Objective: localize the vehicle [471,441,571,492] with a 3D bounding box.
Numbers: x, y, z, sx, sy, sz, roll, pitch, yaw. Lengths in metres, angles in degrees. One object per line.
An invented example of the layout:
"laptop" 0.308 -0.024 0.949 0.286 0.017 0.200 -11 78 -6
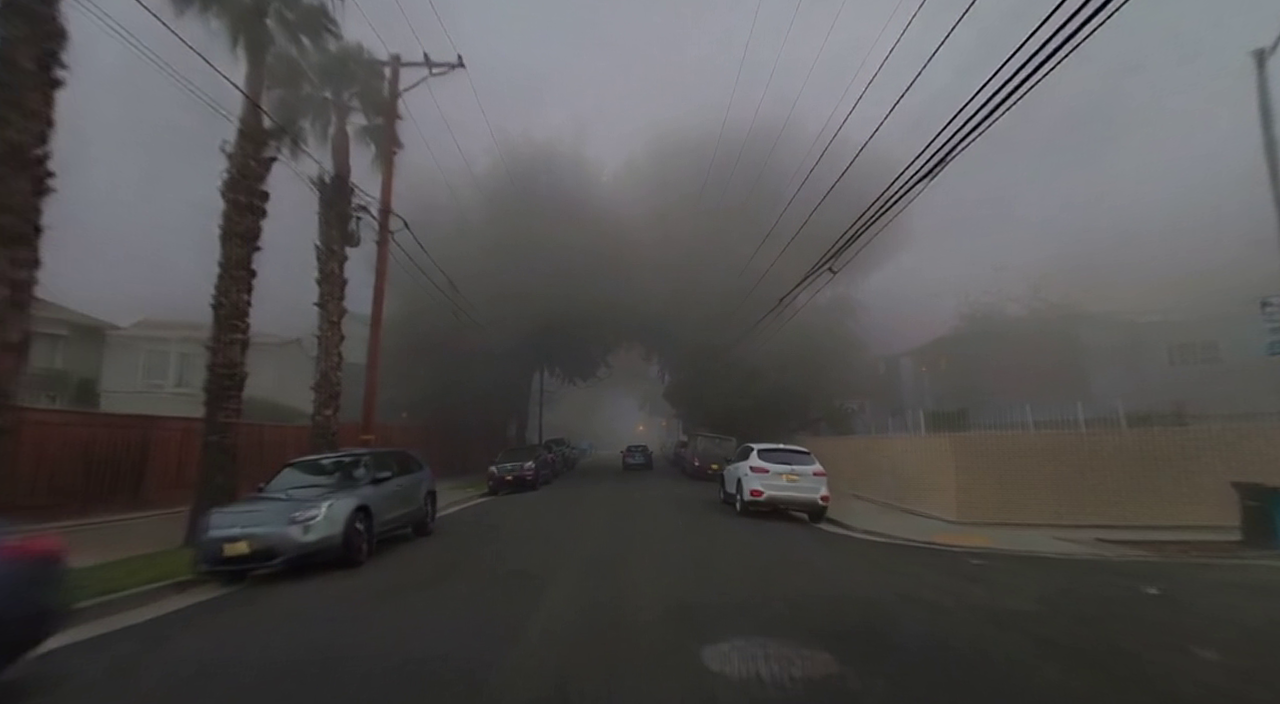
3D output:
"vehicle" -3.934 3.907 22.021 2.130 1.543 5.386 -1 -8 3

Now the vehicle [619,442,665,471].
"vehicle" 0.020 5.775 35.165 2.081 1.483 4.599 1 -8 -6

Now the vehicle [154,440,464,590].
"vehicle" -4.188 2.088 9.204 1.769 1.551 5.040 0 -8 0

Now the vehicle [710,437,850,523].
"vehicle" 2.922 2.785 14.393 2.060 1.614 4.652 0 -8 -1

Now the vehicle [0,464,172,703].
"vehicle" -4.115 1.075 1.643 1.875 1.389 5.094 0 -8 0
